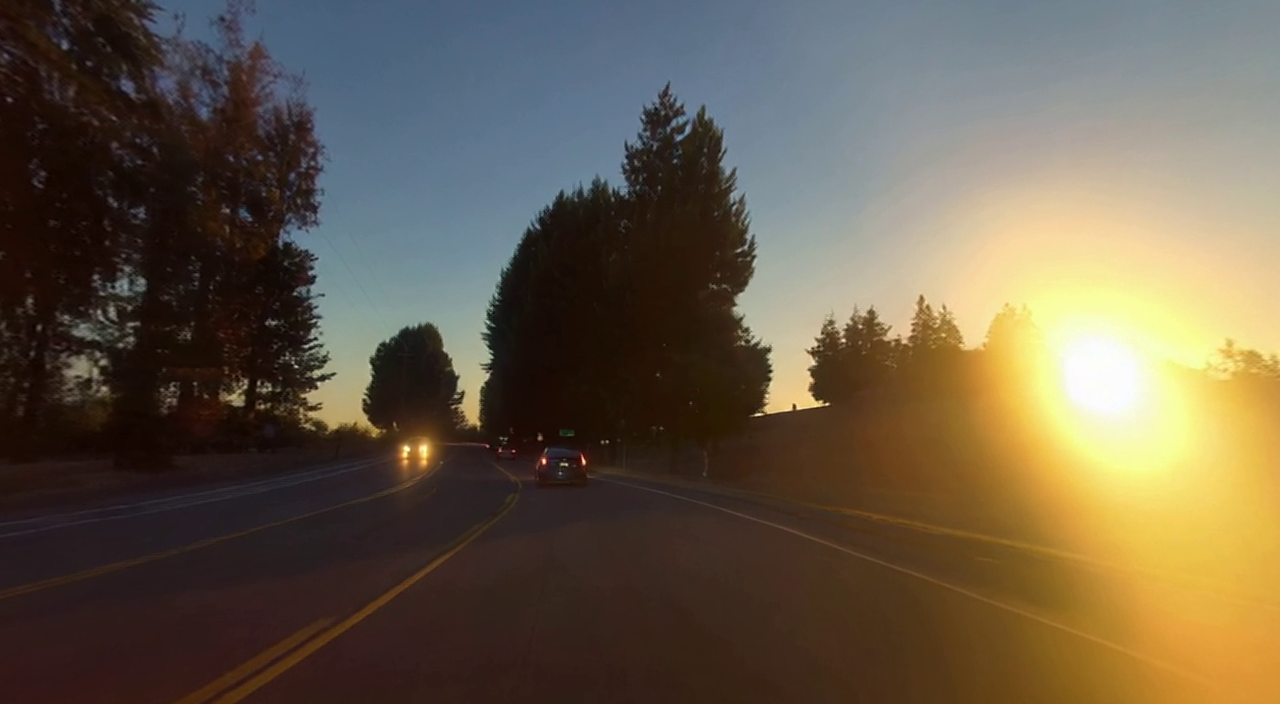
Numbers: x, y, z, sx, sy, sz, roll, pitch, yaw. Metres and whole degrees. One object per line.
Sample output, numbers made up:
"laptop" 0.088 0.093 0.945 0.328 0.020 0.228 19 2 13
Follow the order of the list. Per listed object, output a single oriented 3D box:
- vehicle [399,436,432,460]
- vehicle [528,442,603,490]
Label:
"vehicle" -16.490 7.066 46.364 1.894 1.621 3.900 2 -9 -14
"vehicle" -2.735 3.979 22.350 2.296 1.510 4.068 2 -9 -11
